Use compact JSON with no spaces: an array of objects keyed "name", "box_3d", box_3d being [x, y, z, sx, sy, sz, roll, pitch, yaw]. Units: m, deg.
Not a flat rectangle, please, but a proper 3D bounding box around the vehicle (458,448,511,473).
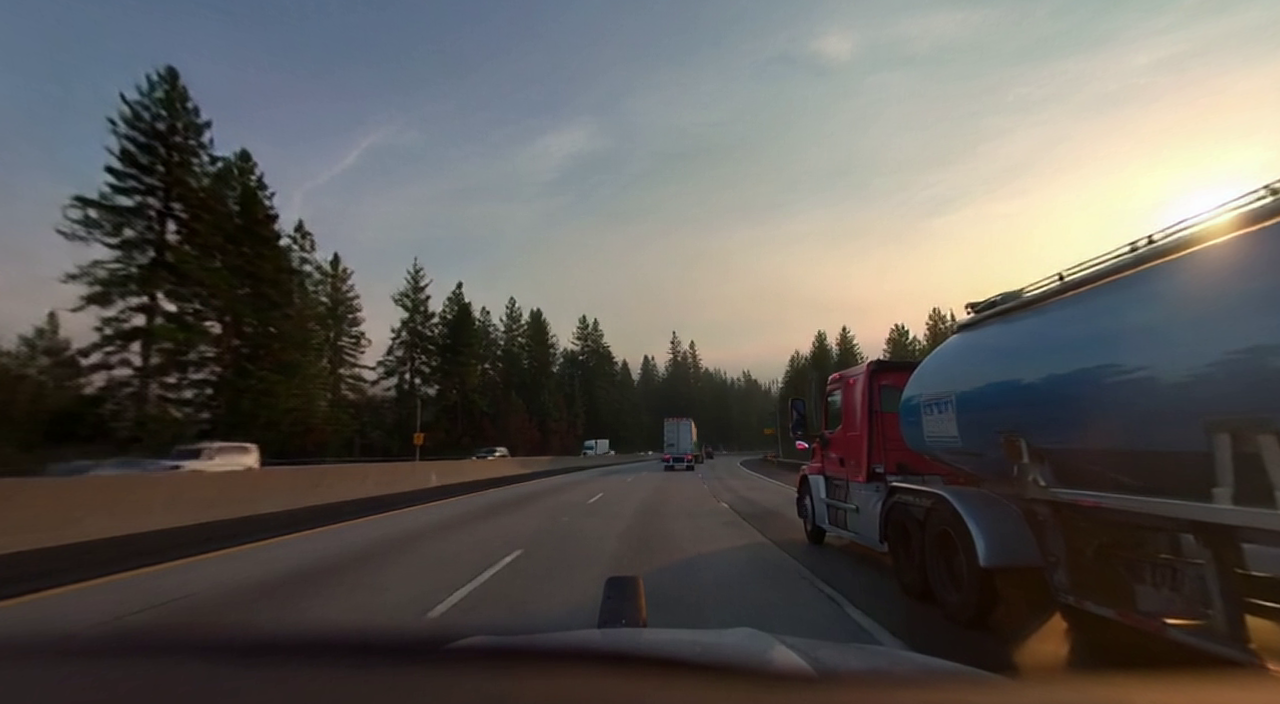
[{"name":"vehicle","box_3d":[-11.038,7.731,45.203,2.175,1.685,4.797,-1,-9,5]}]
